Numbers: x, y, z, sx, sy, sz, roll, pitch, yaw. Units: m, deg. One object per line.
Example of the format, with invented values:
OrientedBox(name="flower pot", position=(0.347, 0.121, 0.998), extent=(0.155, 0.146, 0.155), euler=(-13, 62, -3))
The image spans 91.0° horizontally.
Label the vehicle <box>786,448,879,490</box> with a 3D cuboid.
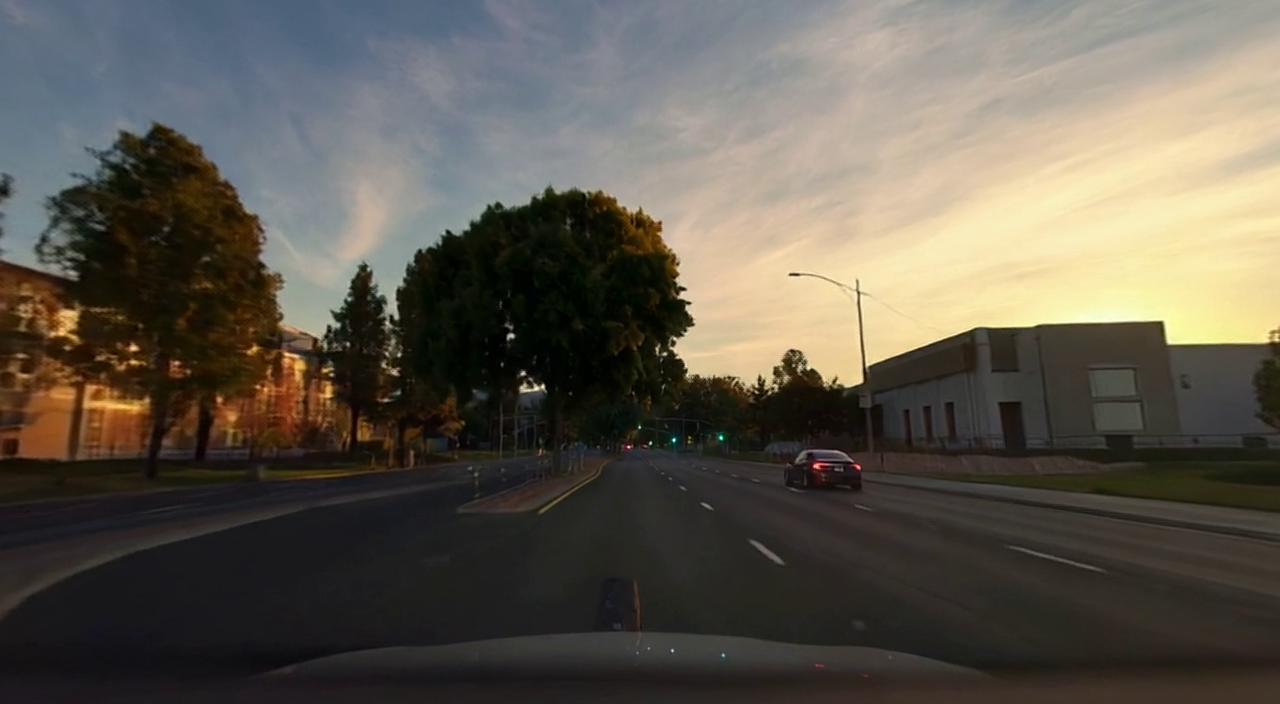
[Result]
OrientedBox(name="vehicle", position=(7.264, 4.437, 24.246), extent=(2.054, 1.421, 4.487), euler=(0, -9, -1))
